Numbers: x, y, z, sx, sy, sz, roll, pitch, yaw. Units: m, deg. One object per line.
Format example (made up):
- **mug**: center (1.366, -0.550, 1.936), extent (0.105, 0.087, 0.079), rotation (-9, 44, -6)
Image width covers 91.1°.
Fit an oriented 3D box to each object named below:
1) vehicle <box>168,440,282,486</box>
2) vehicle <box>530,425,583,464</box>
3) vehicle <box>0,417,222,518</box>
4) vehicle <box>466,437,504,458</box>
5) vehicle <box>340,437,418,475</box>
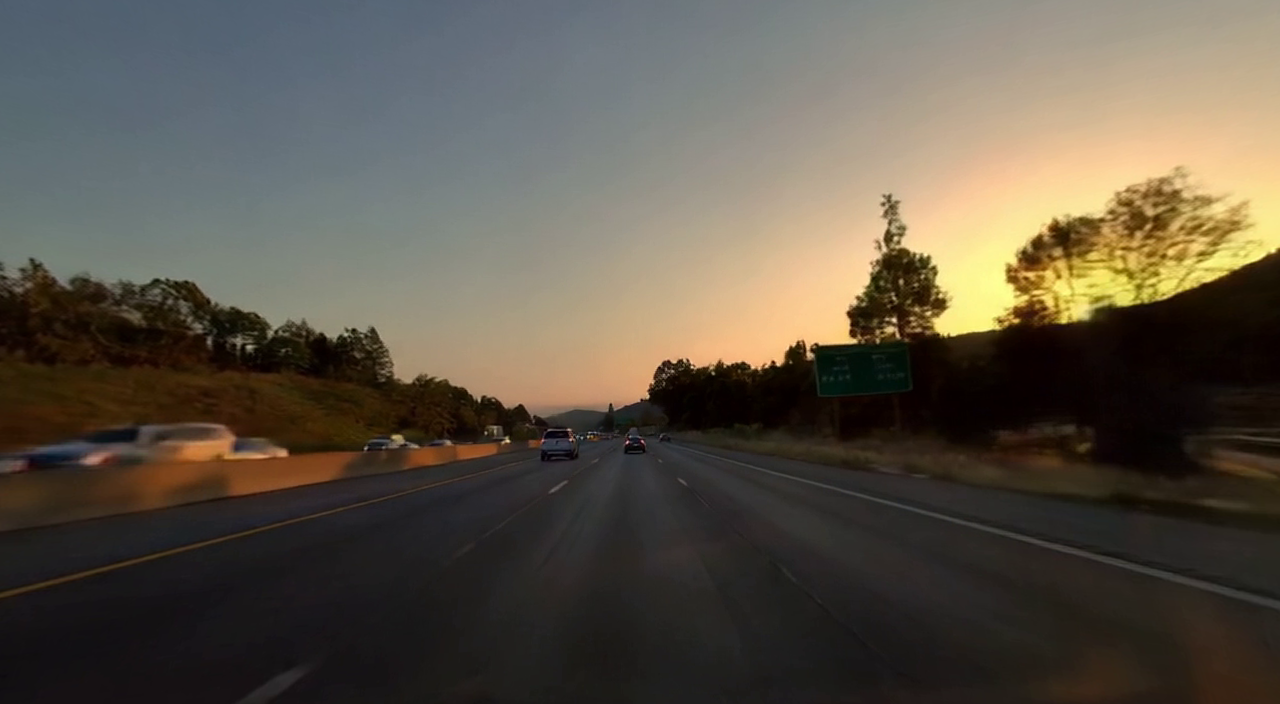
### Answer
- **vehicle**: center (-16.219, 4.316, 24.850), extent (1.863, 1.586, 3.932), rotation (0, -8, -1)
- **vehicle**: center (-4.291, 4.850, 33.078), extent (2.115, 1.887, 4.721), rotation (0, -8, 0)
- **vehicle**: center (-12.319, 2.523, 14.413), extent (2.176, 1.901, 4.882), rotation (0, -8, -2)
- **vehicle**: center (-12.031, 7.408, 48.998), extent (1.891, 1.522, 4.210), rotation (0, -8, 0)
- **vehicle**: center (-12.014, 4.771, 29.246), extent (1.938, 1.567, 4.376), rotation (0, -8, -3)
